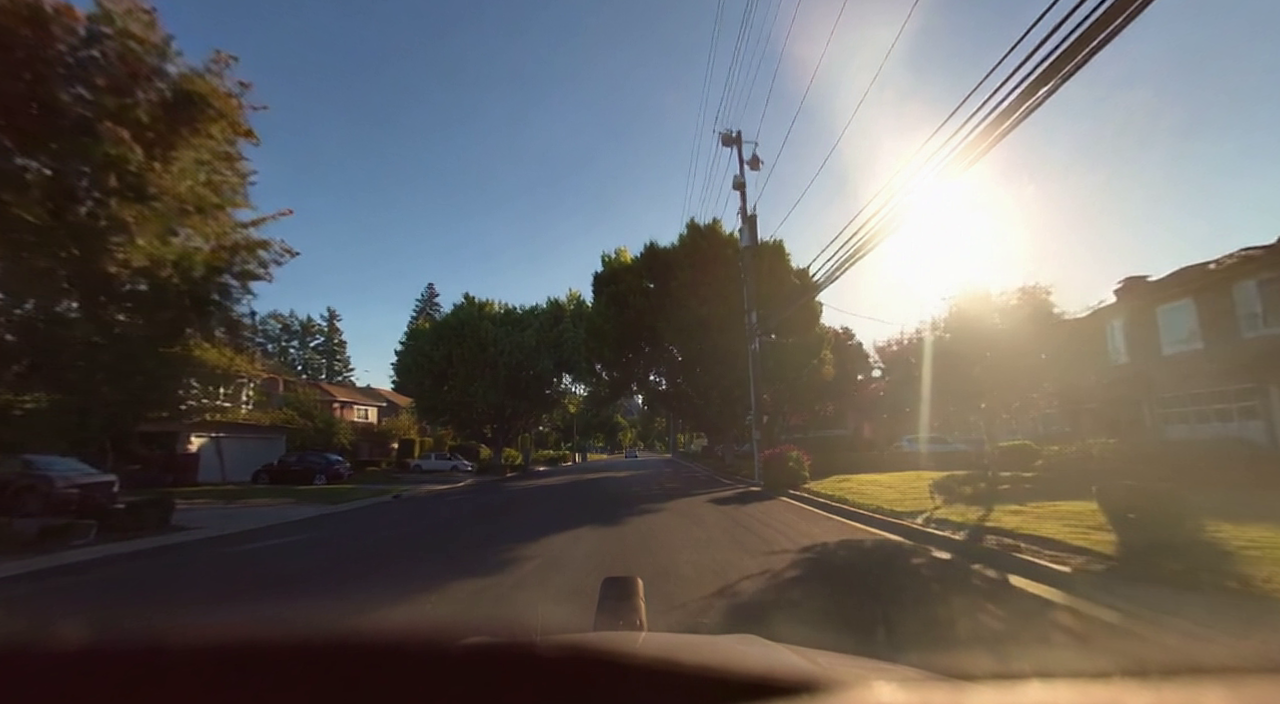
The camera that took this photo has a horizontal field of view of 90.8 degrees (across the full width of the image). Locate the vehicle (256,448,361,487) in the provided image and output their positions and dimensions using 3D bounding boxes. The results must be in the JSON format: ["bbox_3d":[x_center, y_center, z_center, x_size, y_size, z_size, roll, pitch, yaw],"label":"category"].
[{"bbox_3d":[-14.957,5.205,28.941,1.978,1.586,5.192,0,-9,0],"label":"vehicle"}]

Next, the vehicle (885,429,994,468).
[{"bbox_3d":[14.880,4.845,31.601,4.373,1.759,2.093,0,-10,5],"label":"vehicle"}]

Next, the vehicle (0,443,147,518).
[{"bbox_3d":[-15.229,3.206,16.170,4.232,1.693,1.949,-3,-9,18],"label":"vehicle"}]

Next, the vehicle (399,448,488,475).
[{"bbox_3d":[-12.462,6.960,40.288,4.893,1.567,2.105,-1,-9,6],"label":"vehicle"}]
